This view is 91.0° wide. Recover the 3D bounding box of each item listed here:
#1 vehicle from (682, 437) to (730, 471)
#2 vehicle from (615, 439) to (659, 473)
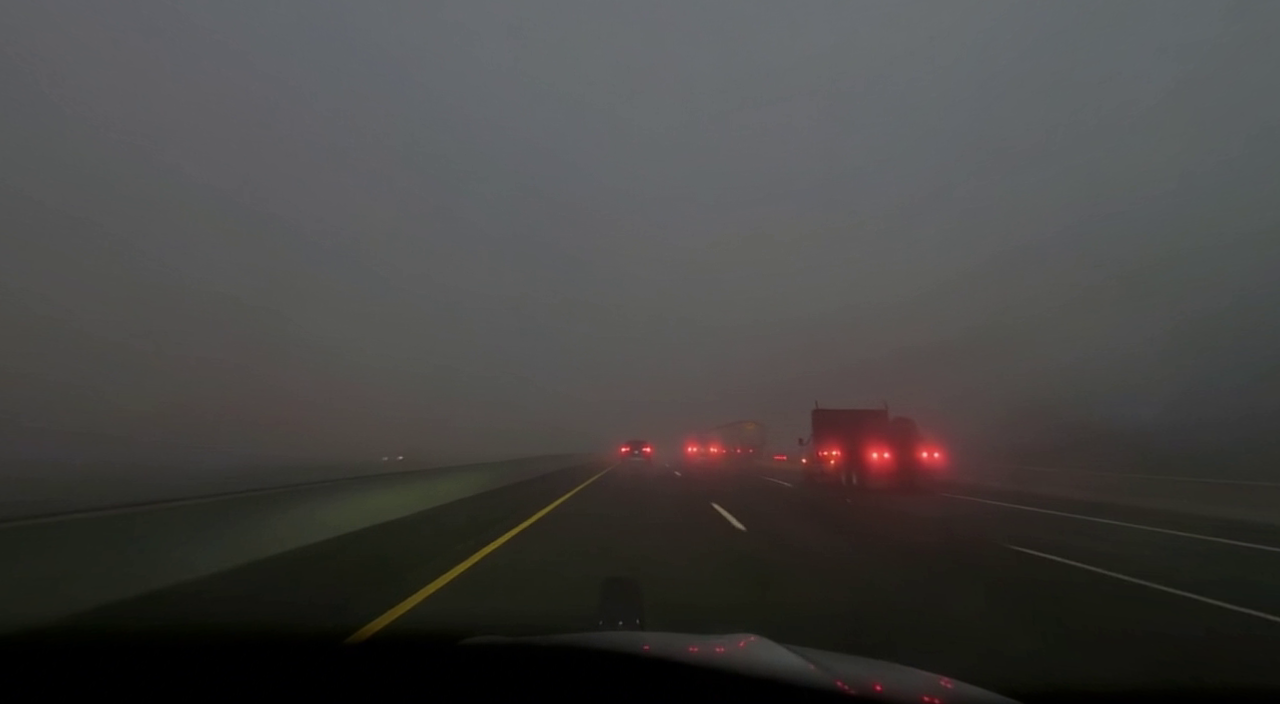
[{"bbox_3d":[3.743,5.915,36.695,2.269,1.839,4.554,0,-9,-1],"label":"vehicle"},{"bbox_3d":[-0.131,5.404,32.861,2.142,1.664,4.076,0,-9,1],"label":"vehicle"}]
